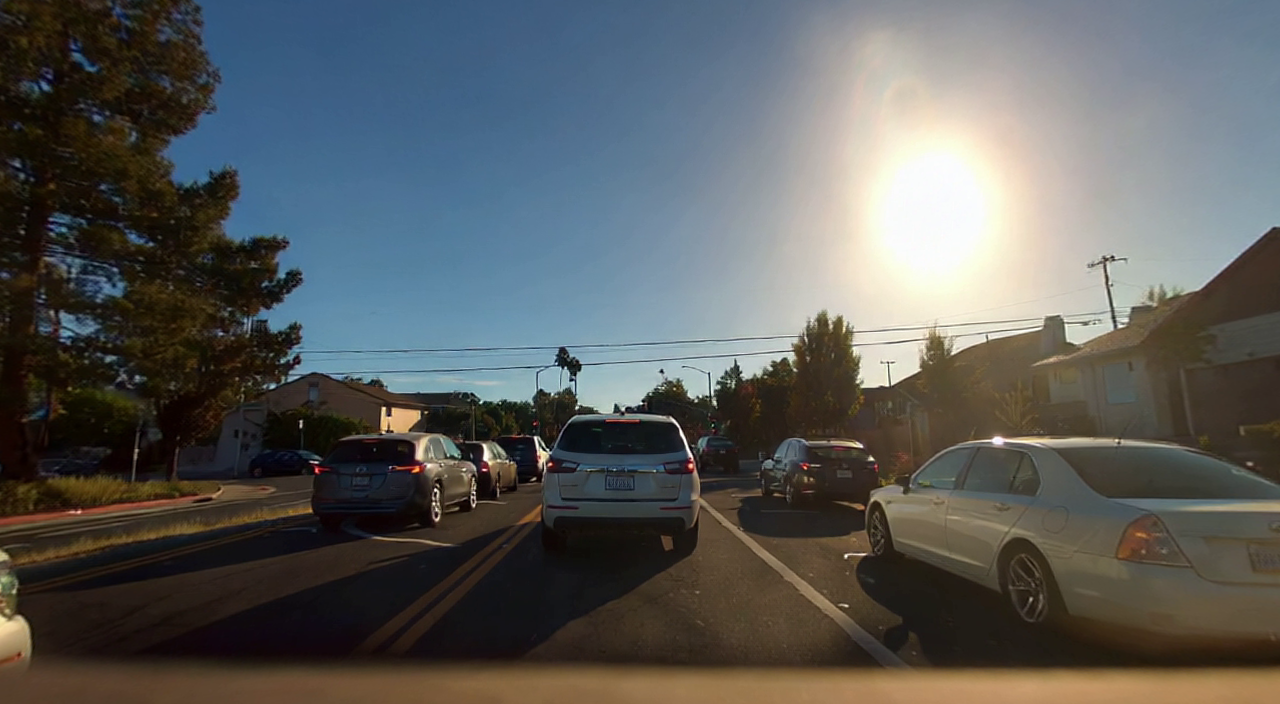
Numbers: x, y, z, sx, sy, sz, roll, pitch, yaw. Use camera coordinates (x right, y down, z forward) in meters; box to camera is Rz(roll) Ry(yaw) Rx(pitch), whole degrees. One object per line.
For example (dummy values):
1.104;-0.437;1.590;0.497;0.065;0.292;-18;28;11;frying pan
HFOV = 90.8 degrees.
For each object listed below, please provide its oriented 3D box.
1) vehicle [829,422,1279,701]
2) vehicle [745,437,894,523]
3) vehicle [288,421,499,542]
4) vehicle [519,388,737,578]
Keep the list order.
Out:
3.468;1.465;5.771;1.977;1.480;4.589;0;-8;-1;vehicle
3.470;2.523;13.050;1.880;1.476;3.932;0;-8;0;vehicle
-3.721;2.019;10.512;1.864;1.576;4.324;0;-8;-2;vehicle
-0.212;1.609;8.493;2.164;1.867;4.254;0;-8;-3;vehicle
